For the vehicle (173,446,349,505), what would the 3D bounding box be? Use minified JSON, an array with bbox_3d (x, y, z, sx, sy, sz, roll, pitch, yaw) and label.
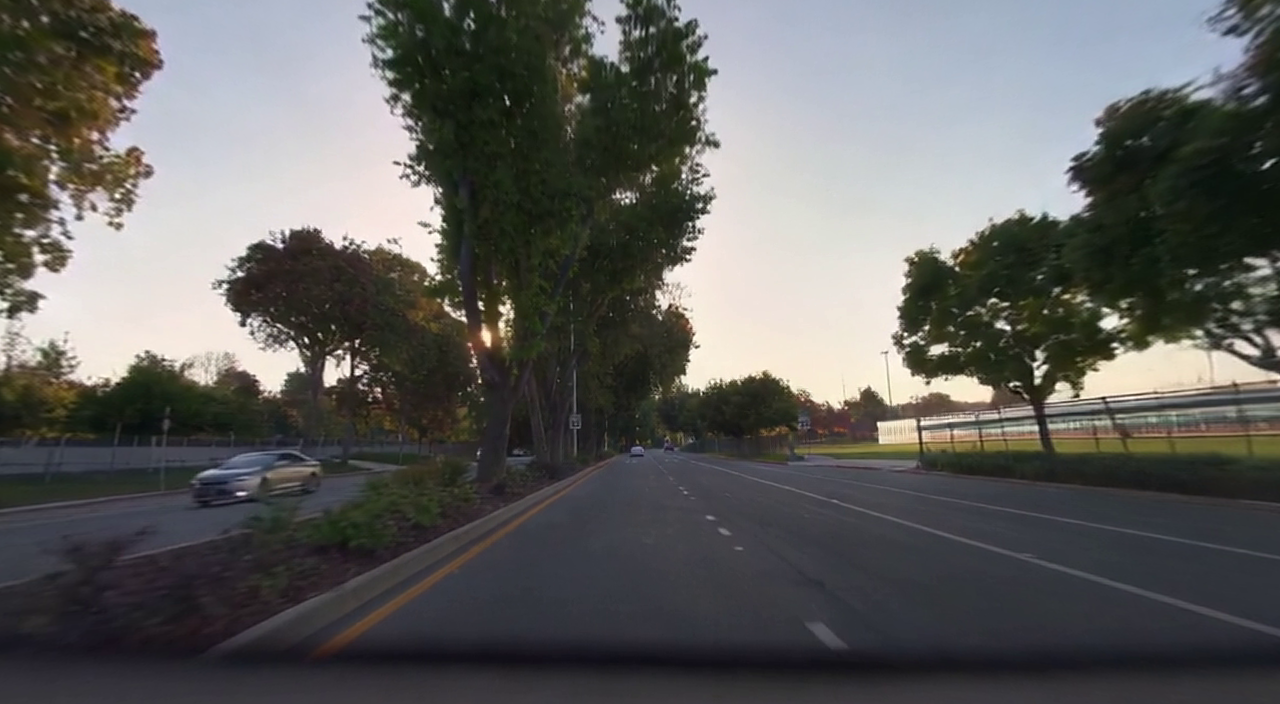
[{"bbox_3d":[-10.815,3.514,18.564,2.173,1.460,4.661,0,-8,2],"label":"vehicle"}]
